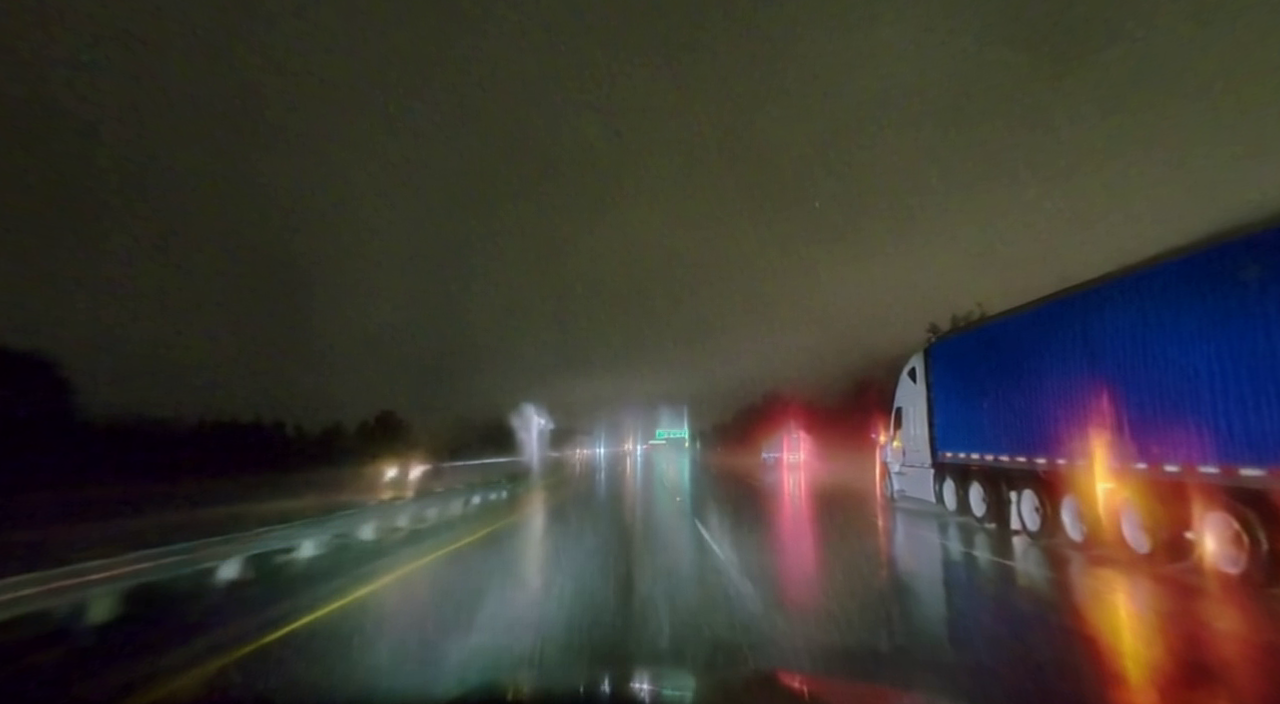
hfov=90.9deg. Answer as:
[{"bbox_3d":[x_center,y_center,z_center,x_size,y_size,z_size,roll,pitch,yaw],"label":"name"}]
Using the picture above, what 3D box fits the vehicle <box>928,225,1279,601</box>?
[{"bbox_3d":[6.842,0.941,8.084,2.690,3.197,7.515,0,-9,0],"label":"vehicle"}]
